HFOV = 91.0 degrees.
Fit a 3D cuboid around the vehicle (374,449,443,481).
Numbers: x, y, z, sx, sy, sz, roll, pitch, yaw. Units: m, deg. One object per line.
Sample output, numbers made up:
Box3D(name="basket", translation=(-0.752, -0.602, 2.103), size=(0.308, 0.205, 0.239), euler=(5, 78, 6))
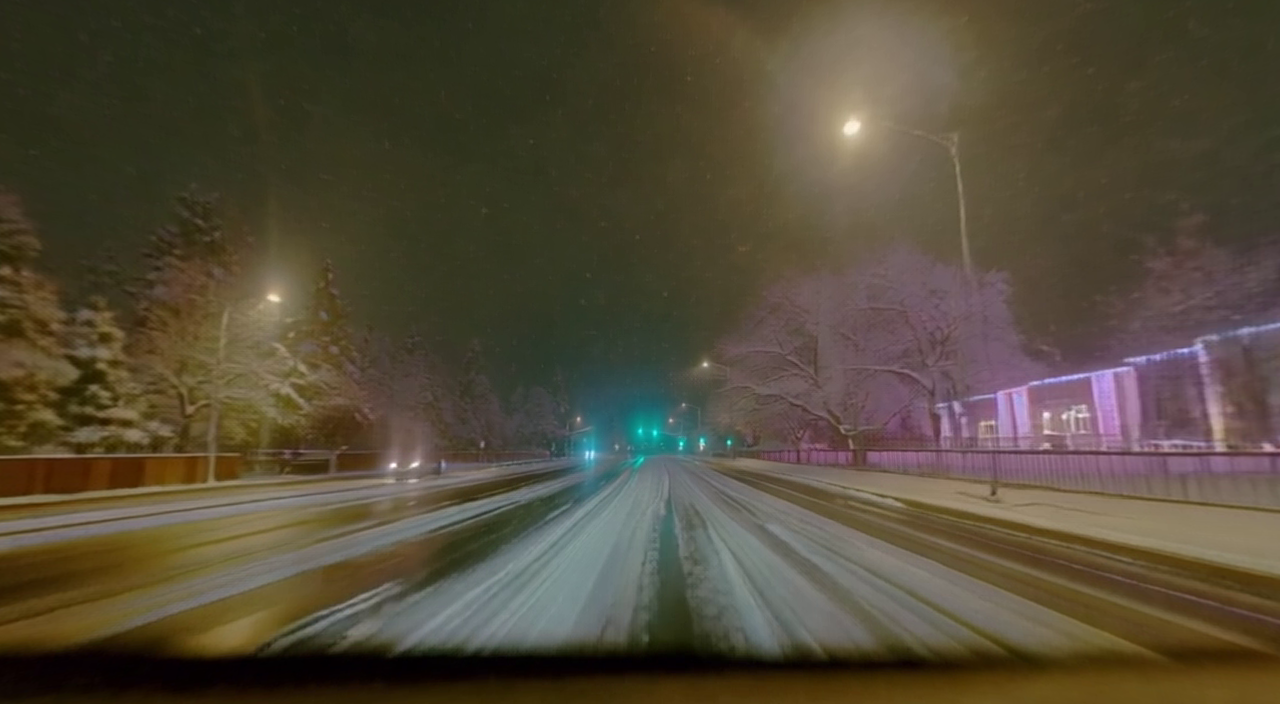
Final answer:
Box3D(name="vehicle", translation=(-13.042, 6.377, 35.821), size=(2.094, 1.638, 4.477), euler=(-1, -9, 2))
